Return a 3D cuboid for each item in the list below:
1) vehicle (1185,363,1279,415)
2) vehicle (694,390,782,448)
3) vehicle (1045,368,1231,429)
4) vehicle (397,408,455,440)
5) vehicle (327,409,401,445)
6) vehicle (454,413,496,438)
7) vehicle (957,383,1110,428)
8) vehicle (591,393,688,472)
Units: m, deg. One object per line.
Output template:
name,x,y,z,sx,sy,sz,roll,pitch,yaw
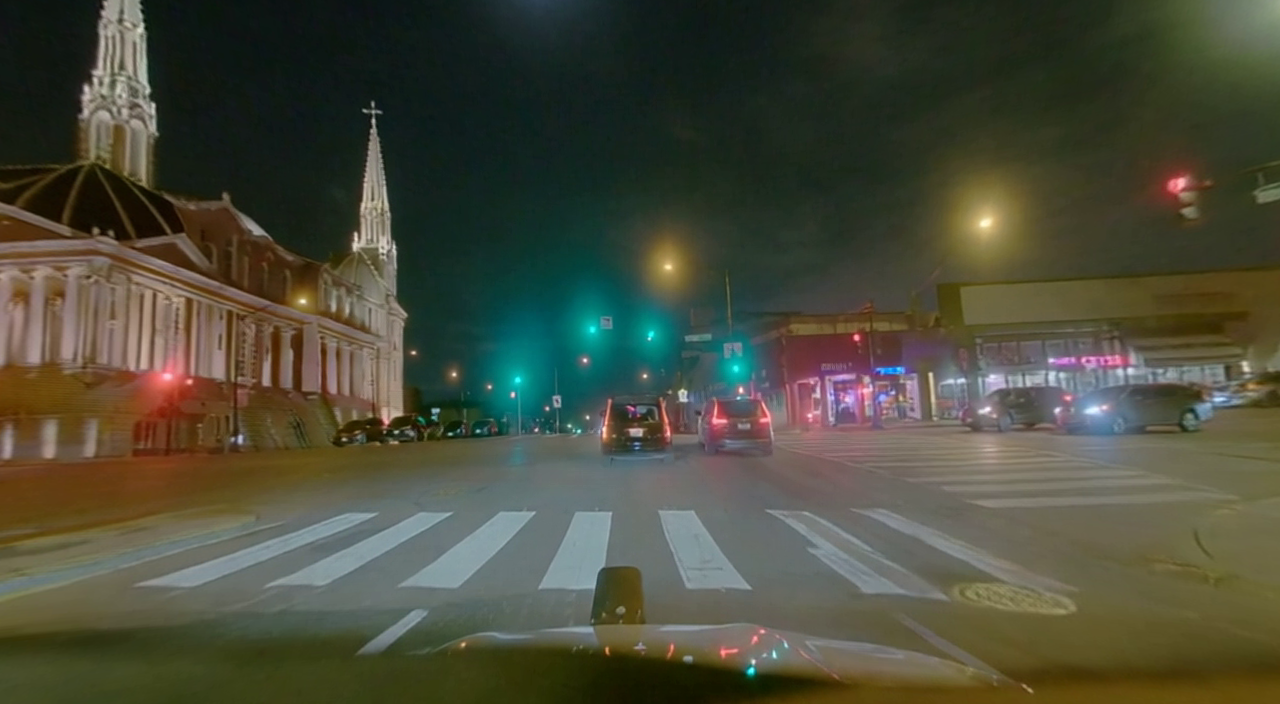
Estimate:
vehicle,24.769,1.501,24.962,4.428,1.928,2.190,0,-6,-2
vehicle,3.217,2.241,21.729,2.080,1.735,4.650,0,-5,-3
vehicle,16.795,1.609,21.483,4.512,1.734,2.143,-3,-6,-3
vehicle,-12.958,4.420,38.521,2.069,1.790,4.358,1,-8,-2
vehicle,-15.913,4.443,36.768,1.969,1.896,5.404,1,-8,-2
vehicle,-12.711,5.733,48.935,2.170,1.746,4.565,0,-9,-2
vehicle,15.015,2.068,24.308,4.488,1.475,2.083,-2,-5,-2
vehicle,-0.125,1.948,16.250,2.168,1.776,4.135,1,-4,-3
